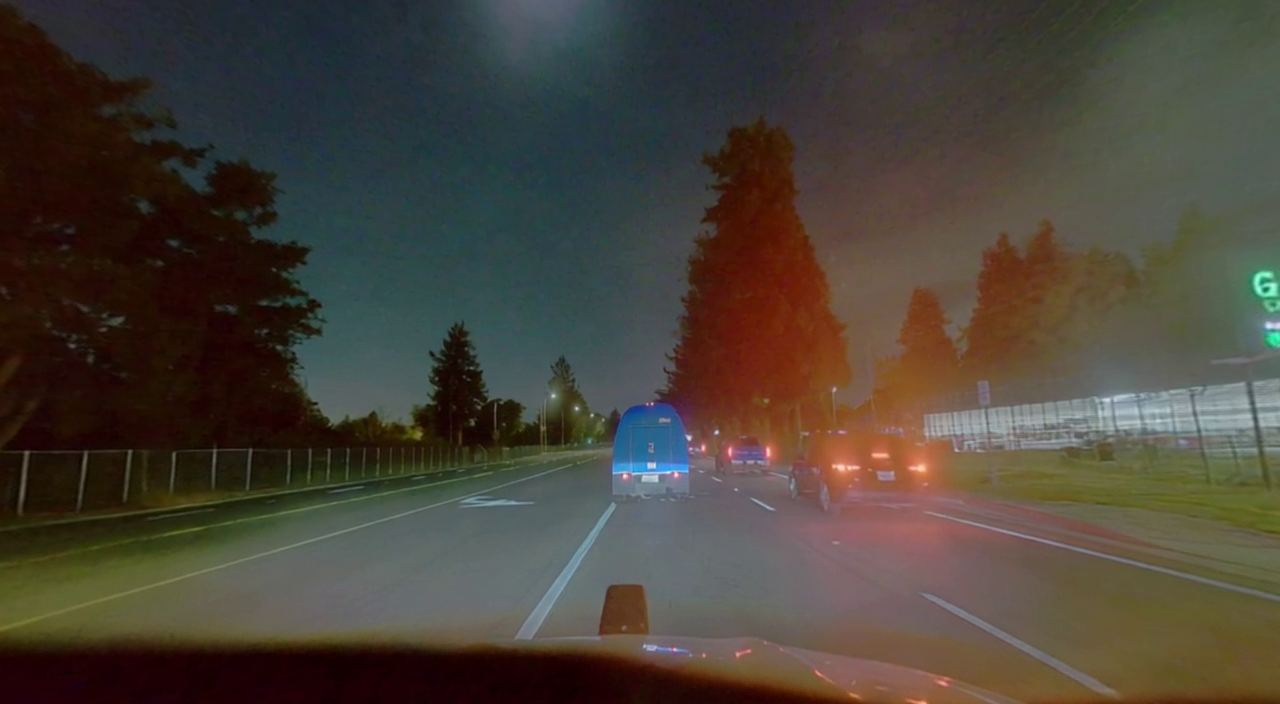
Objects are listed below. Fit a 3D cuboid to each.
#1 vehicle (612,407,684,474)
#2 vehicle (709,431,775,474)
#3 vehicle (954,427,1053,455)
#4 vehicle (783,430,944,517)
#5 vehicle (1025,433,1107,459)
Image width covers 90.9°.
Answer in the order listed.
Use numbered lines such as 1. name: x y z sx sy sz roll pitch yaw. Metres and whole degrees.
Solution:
1. vehicle: 0.465 4.452 31.668 3.197 2.963 7.055 0 -8 2
2. vehicle: 4.784 4.813 30.346 2.375 1.857 5.100 0 -8 0
3. vehicle: 22.838 5.635 39.735 4.995 1.543 1.899 -2 -10 1
4. vehicle: 4.679 2.591 13.975 2.001 1.621 4.208 0 -8 0
5. vehicle: 22.920 5.070 33.958 3.251 1.321 1.555 0 -8 -1
